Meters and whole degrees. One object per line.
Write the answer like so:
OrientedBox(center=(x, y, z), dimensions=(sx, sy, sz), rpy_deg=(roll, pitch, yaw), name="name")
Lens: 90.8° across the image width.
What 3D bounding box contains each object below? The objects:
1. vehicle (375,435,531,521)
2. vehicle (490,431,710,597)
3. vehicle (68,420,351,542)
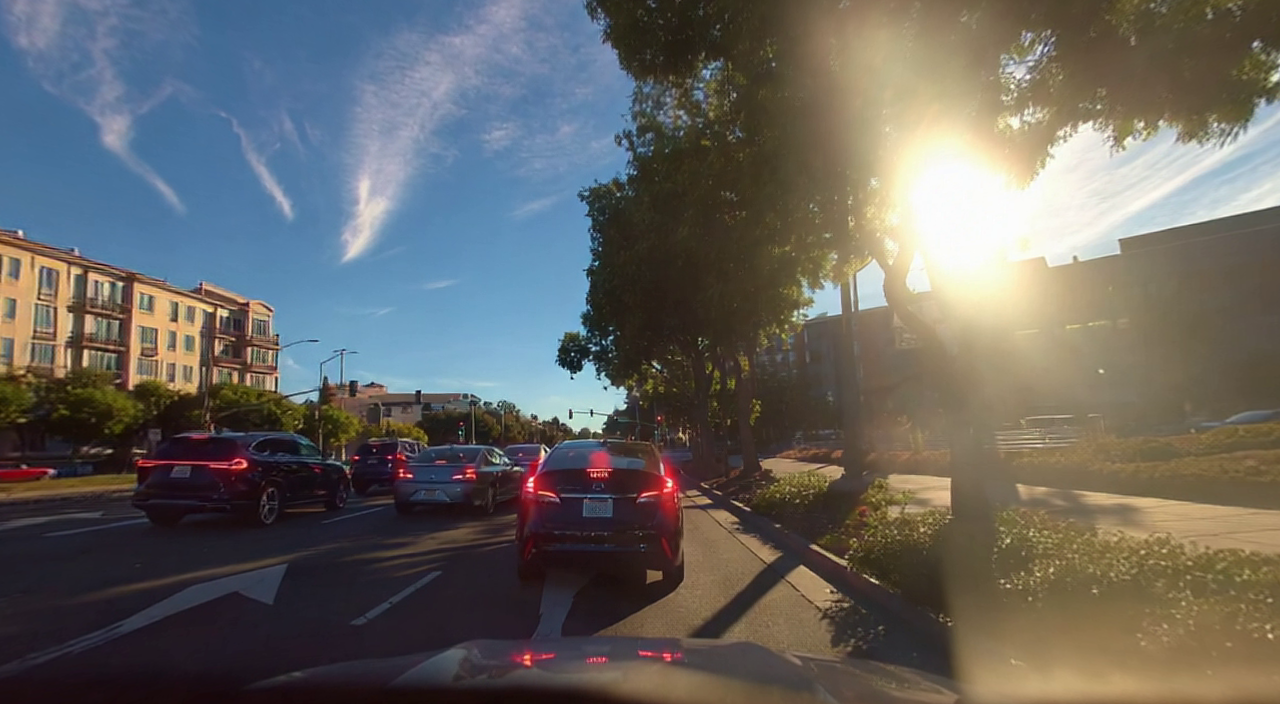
OrientedBox(center=(-3.774, 2.609, 13.697), dimensions=(1.913, 1.521, 4.539), rpy_deg=(0, -9, 1), name="vehicle")
OrientedBox(center=(-0.384, 1.828, 7.999), dimensions=(2.066, 1.544, 3.954), rpy_deg=(0, -9, 0), name="vehicle")
OrientedBox(center=(-7.347, 2.225, 11.501), dimensions=(2.068, 1.784, 4.224), rpy_deg=(0, -9, 1), name="vehicle")
